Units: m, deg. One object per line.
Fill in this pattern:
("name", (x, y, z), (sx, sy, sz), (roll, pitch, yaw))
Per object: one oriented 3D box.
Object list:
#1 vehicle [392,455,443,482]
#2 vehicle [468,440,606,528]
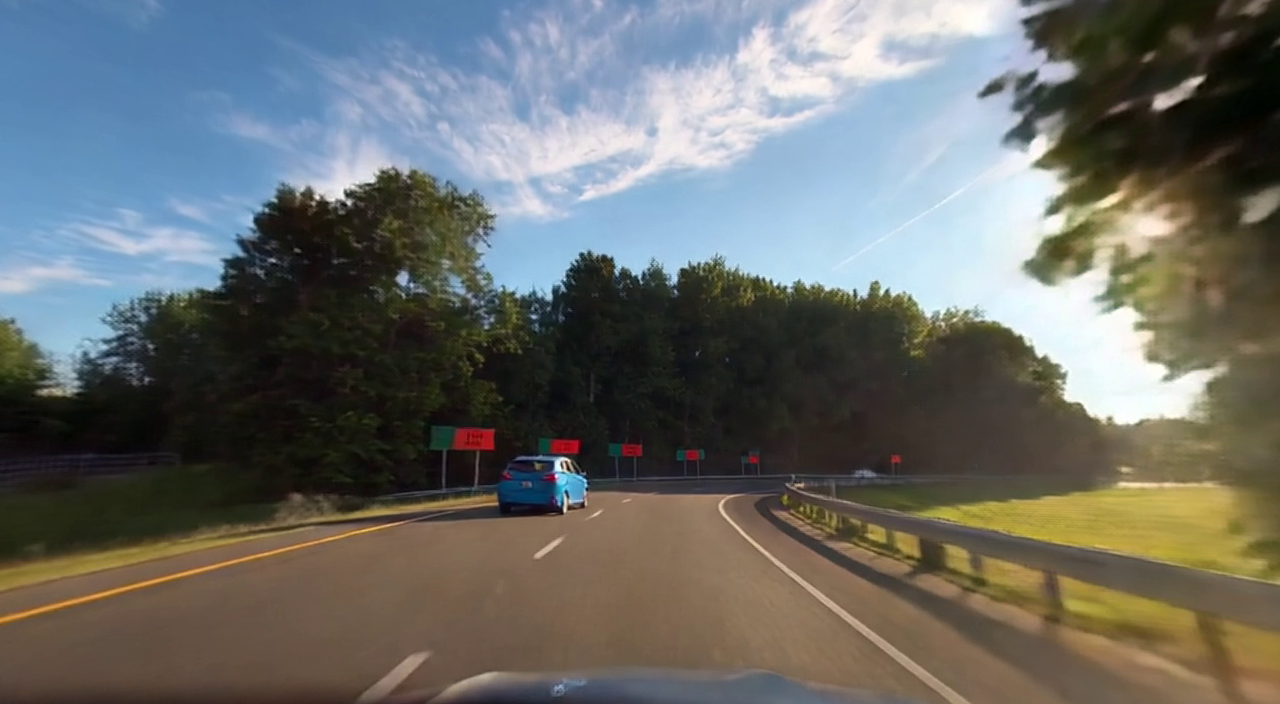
("vehicle", (-13.086, 6.899, 37.333), (1.758, 1.470, 3.823), (1, -10, -3))
("vehicle", (-2.139, 2.969, 14.564), (1.997, 1.692, 4.422), (-1, -10, 6))
